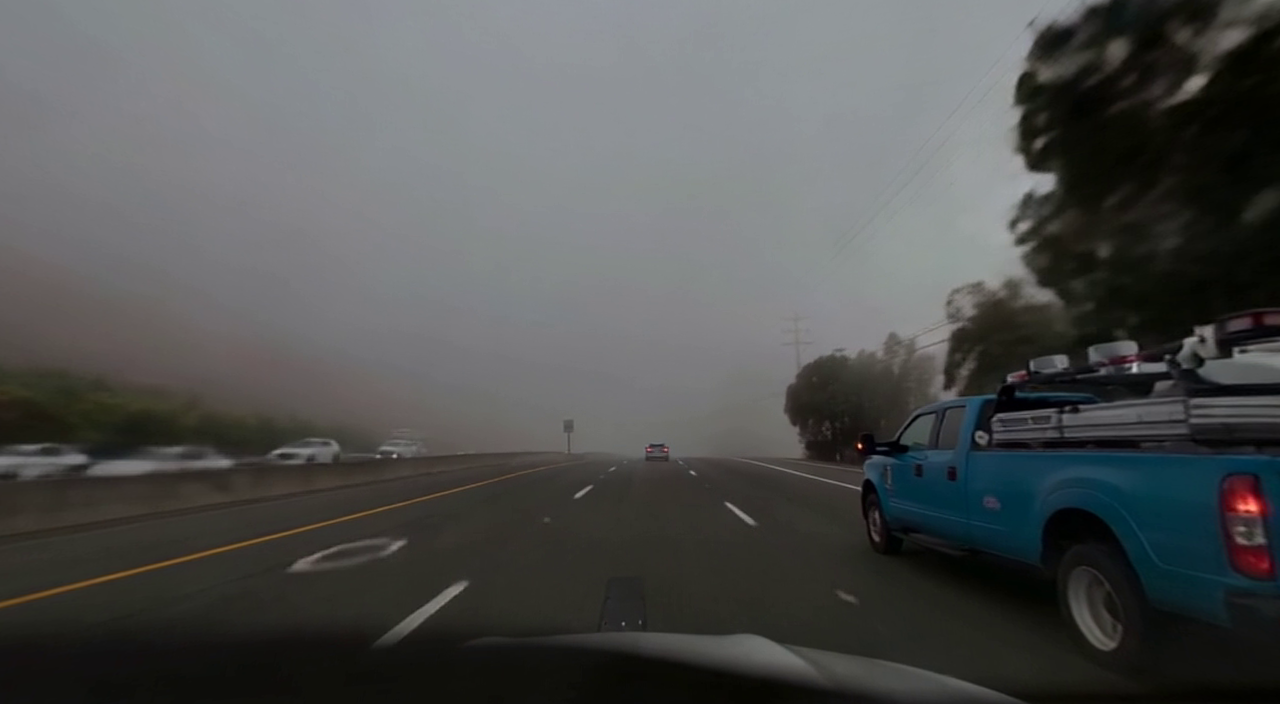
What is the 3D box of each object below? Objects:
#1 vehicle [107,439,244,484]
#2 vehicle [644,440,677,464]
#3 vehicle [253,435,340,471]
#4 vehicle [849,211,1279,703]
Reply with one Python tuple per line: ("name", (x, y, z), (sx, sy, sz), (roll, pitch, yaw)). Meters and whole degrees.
("vehicle", (-18.169, 4.283, 24.883), (1.982, 1.612, 4.409), (-1, -9, 2))
("vehicle", (1.325, 6.726, 42.298), (2.034, 1.549, 4.147), (0, -9, 0))
("vehicle", (-21.317, 6.287, 39.315), (2.223, 2.067, 5.374), (-1, -9, 2))
("vehicle", (3.833, 0.830, 4.346), (2.538, 2.228, 6.370), (0, -9, 0))
